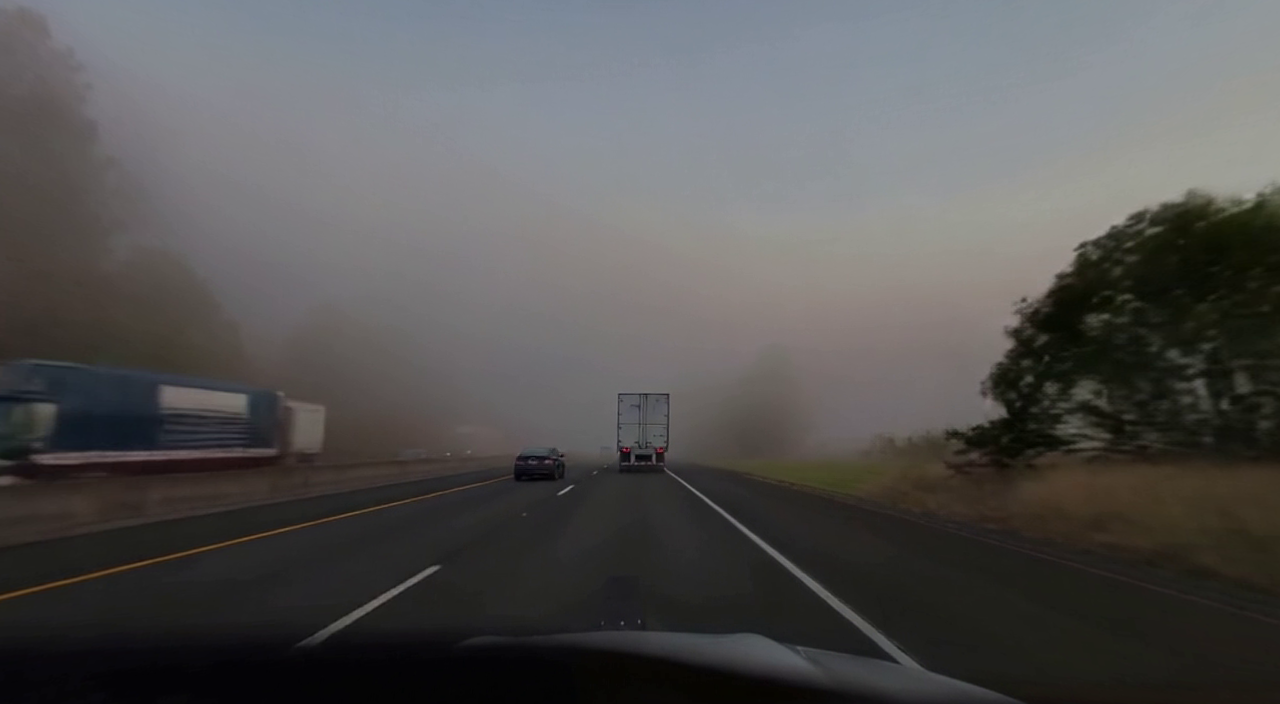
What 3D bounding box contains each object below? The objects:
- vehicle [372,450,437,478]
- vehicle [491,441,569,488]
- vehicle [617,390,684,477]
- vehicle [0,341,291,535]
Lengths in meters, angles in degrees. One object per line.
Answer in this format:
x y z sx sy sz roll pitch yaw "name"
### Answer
-13.383 6.396 36.152 1.928 1.490 4.689 0 -9 0 "vehicle"
-3.991 4.192 23.783 2.074 1.546 4.946 0 -9 0 "vehicle"
0.381 4.352 32.754 2.959 3.828 9.617 0 -9 -1 "vehicle"
-13.438 2.336 16.399 3.118 3.575 9.694 0 -9 0 "vehicle"
